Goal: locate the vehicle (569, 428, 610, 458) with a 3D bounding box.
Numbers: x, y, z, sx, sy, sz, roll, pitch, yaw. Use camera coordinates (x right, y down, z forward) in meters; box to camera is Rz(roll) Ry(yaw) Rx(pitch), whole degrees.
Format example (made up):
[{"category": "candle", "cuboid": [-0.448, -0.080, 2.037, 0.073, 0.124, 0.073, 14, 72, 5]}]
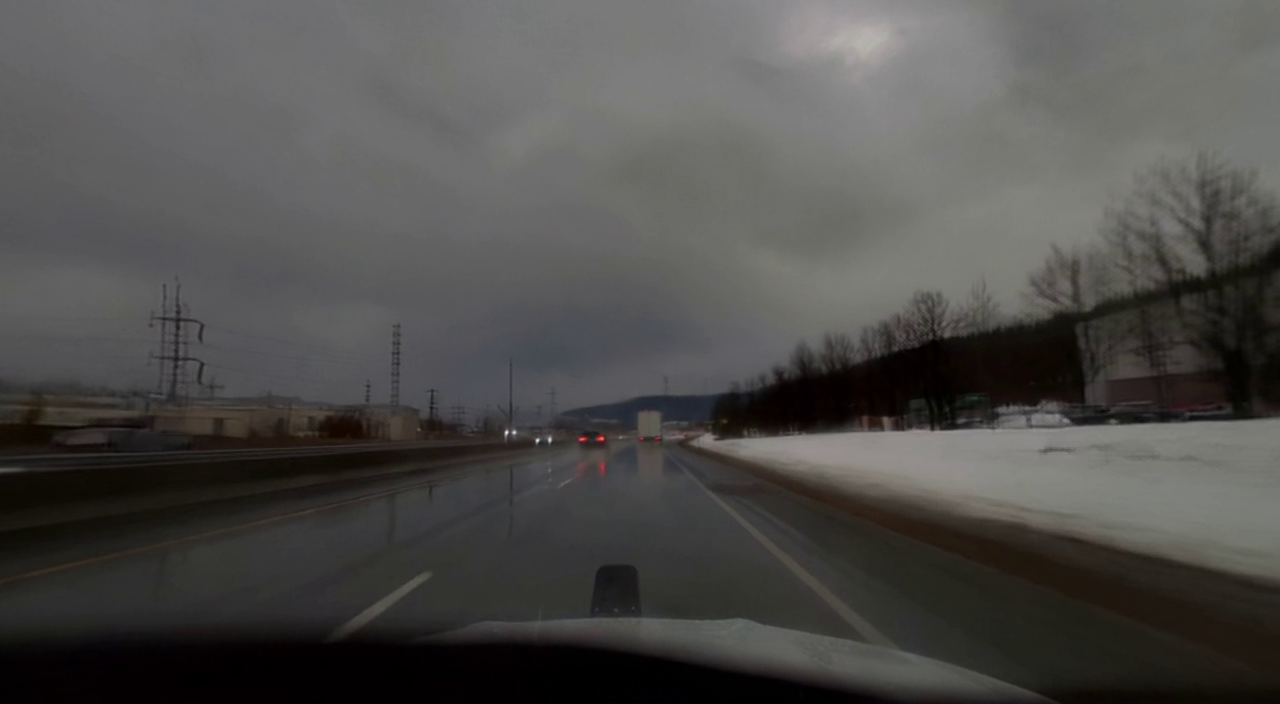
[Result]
[{"category": "vehicle", "cuboid": [-2.925, 5.361, 37.241, 2.018, 1.678, 4.312, 0, -8, 1]}]
